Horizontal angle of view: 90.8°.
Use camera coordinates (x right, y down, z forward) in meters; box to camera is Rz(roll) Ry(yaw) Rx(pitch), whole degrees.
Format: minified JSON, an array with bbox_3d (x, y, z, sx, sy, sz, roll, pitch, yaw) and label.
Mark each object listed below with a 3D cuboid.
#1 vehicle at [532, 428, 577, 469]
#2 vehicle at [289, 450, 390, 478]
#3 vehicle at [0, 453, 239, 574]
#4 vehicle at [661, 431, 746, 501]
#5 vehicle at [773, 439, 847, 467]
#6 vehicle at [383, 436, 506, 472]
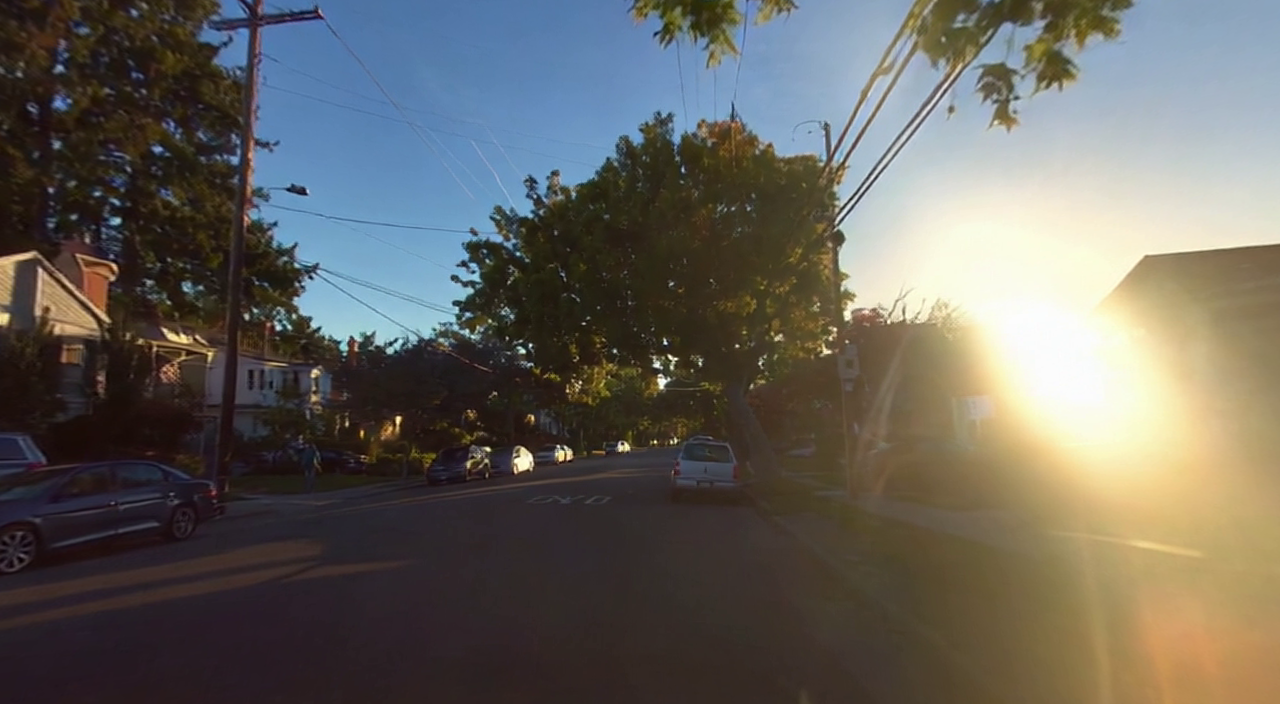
[{"bbox_3d":[-6.354,7.290,47.760,2.199,2.902,5.848,-1,-9,4],"label":"vehicle"},{"bbox_3d":[-15.981,5.980,33.726,4.481,1.420,1.712,0,-9,0],"label":"vehicle"},{"bbox_3d":[-8.760,2.300,9.692,1.968,1.449,4.502,-1,-9,5],"label":"vehicle"},{"bbox_3d":[1.593,2.837,16.031,1.908,1.572,3.105,-1,-9,6],"label":"vehicle"},{"bbox_3d":[10.407,6.192,38.869,4.075,1.674,1.811,-1,-9,5],"label":"vehicle"},{"bbox_3d":[-11.536,6.058,37.577,6.488,2.009,2.354,-1,-9,4],"label":"vehicle"}]
